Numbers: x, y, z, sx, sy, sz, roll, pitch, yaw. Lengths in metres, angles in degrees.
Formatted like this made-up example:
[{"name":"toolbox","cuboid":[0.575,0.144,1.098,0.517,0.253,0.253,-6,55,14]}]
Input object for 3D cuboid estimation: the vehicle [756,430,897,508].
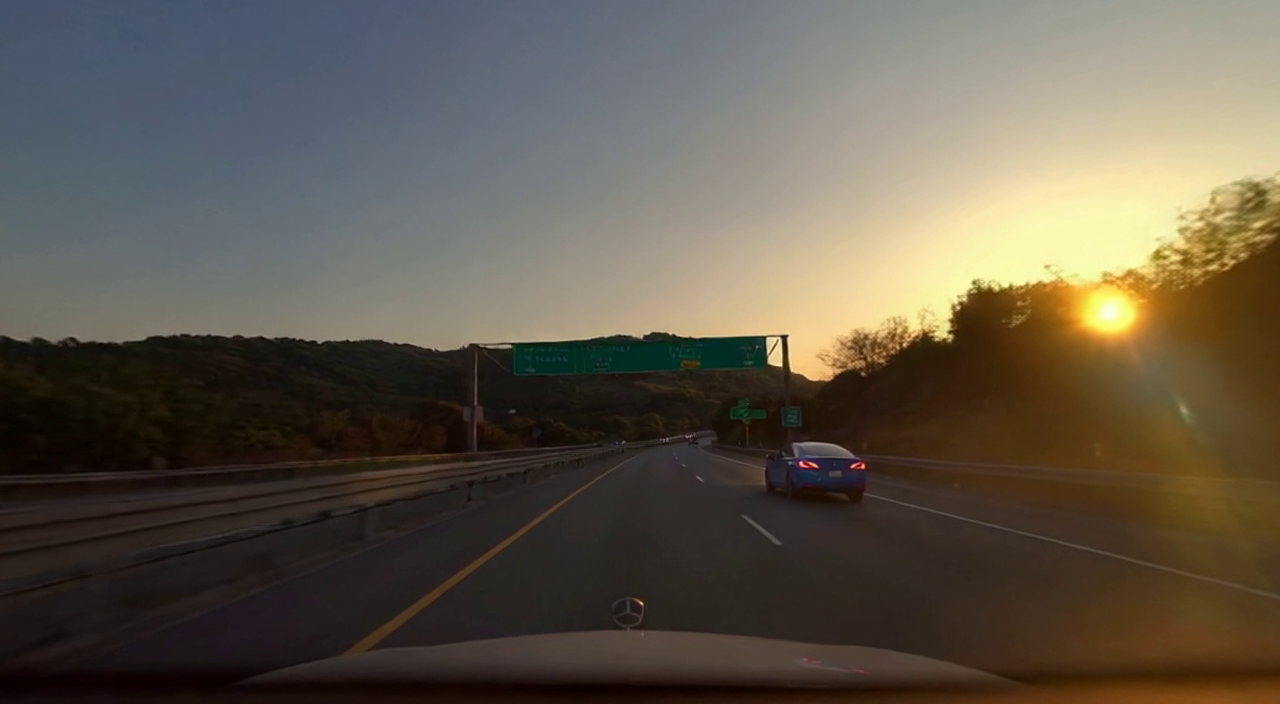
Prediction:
[{"name":"vehicle","cuboid":[4.095,2.644,14.631,1.997,1.515,4.025,-1,-8,0]}]
